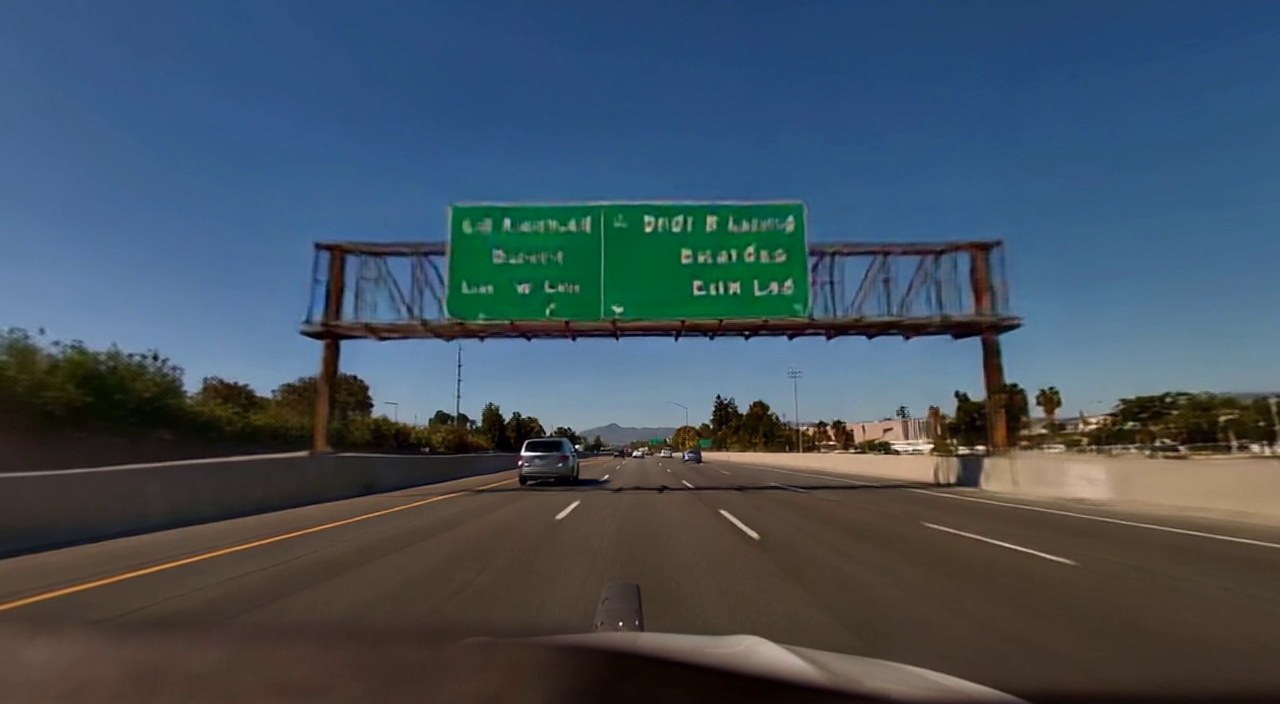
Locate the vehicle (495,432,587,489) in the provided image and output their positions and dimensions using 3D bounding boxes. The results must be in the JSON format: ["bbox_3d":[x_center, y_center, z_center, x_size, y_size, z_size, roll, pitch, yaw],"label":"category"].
[{"bbox_3d":[-3.609,4.120,24.308,2.431,1.928,5.760,0,-9,1],"label":"vehicle"}]
